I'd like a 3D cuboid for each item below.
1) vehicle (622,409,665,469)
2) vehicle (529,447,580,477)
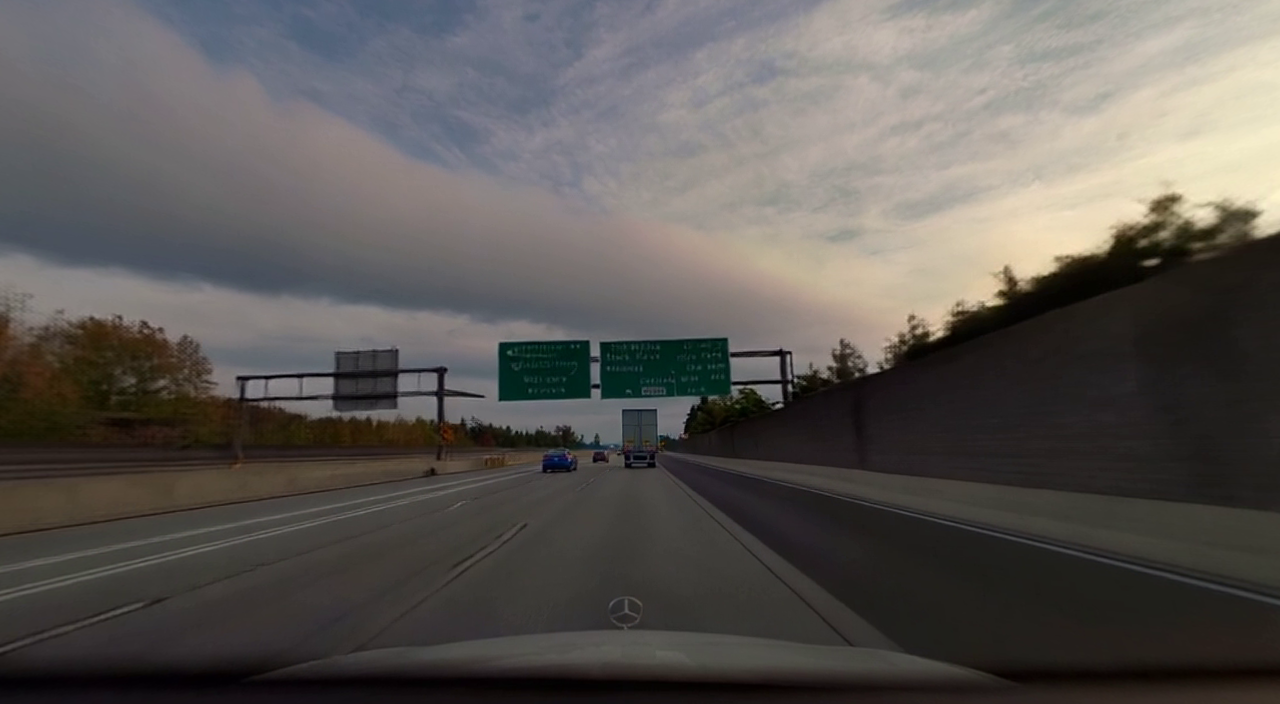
[{"bbox_3d":[0.291,6.748,48.353,2.980,4.051,10.359,0,-9,1],"label":"vehicle"},{"bbox_3d":[-4.410,5.754,33.272,1.977,1.478,4.702,0,-9,1],"label":"vehicle"}]
